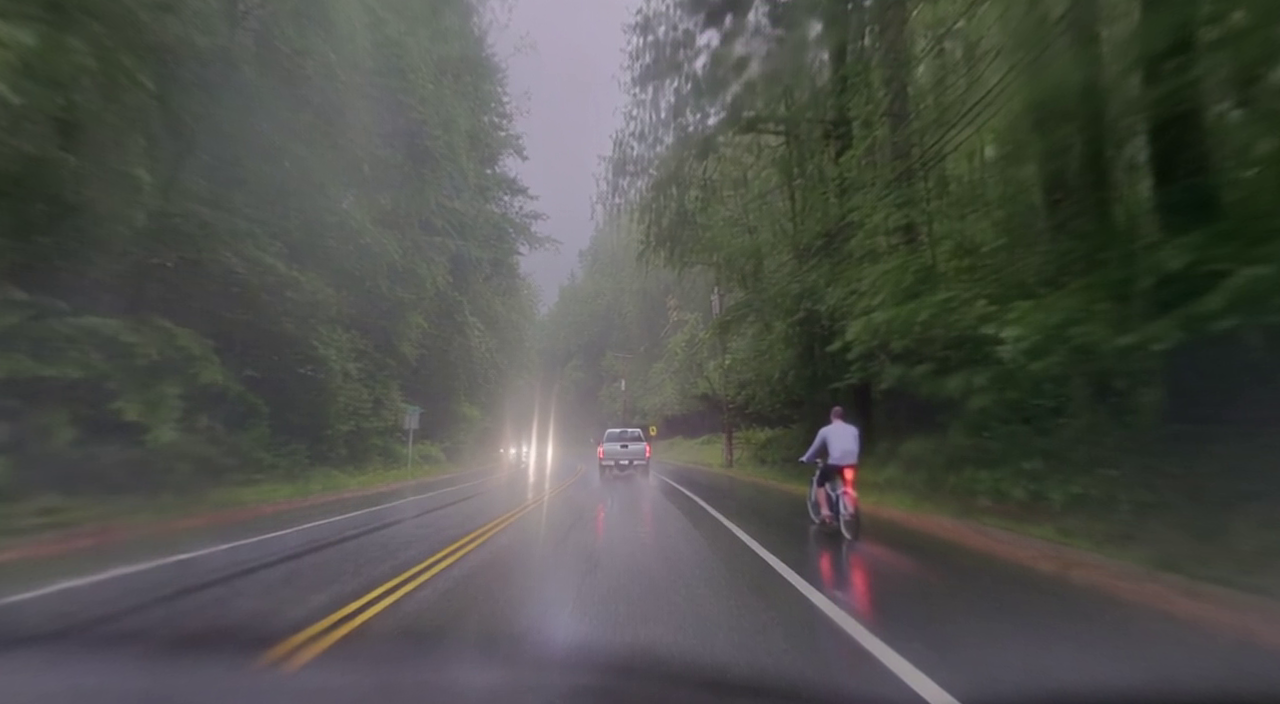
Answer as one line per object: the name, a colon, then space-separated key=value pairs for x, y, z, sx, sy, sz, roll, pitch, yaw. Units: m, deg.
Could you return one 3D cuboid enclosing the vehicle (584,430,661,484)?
vehicle: x=-0.748 y=3.965 z=24.157 sx=2.631 sy=1.798 sz=5.331 roll=0 pitch=-8 yaw=-3
